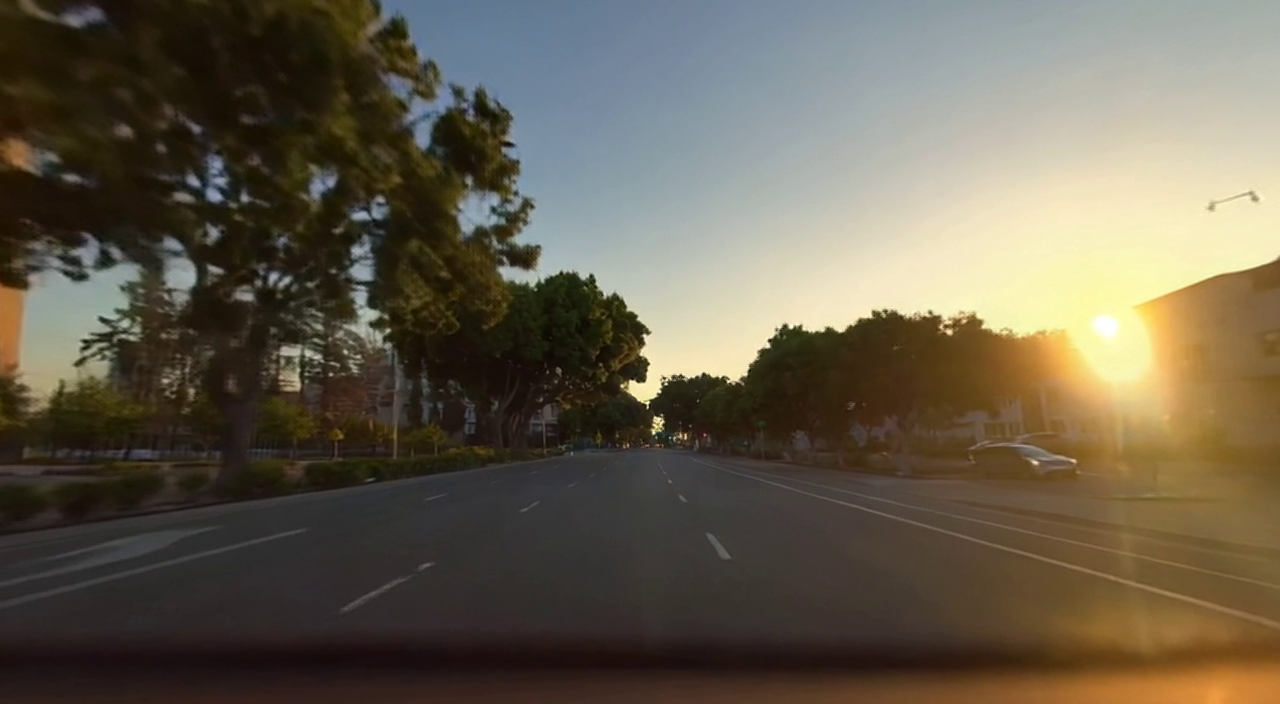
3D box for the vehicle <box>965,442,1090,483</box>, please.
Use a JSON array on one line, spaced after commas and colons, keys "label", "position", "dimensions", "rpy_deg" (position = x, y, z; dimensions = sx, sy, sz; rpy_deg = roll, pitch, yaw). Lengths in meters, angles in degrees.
[{"label": "vehicle", "position": [15.415, 4.391, 25.411], "dimensions": [1.931, 1.475, 4.671], "rpy_deg": [0, -9, -3]}]
